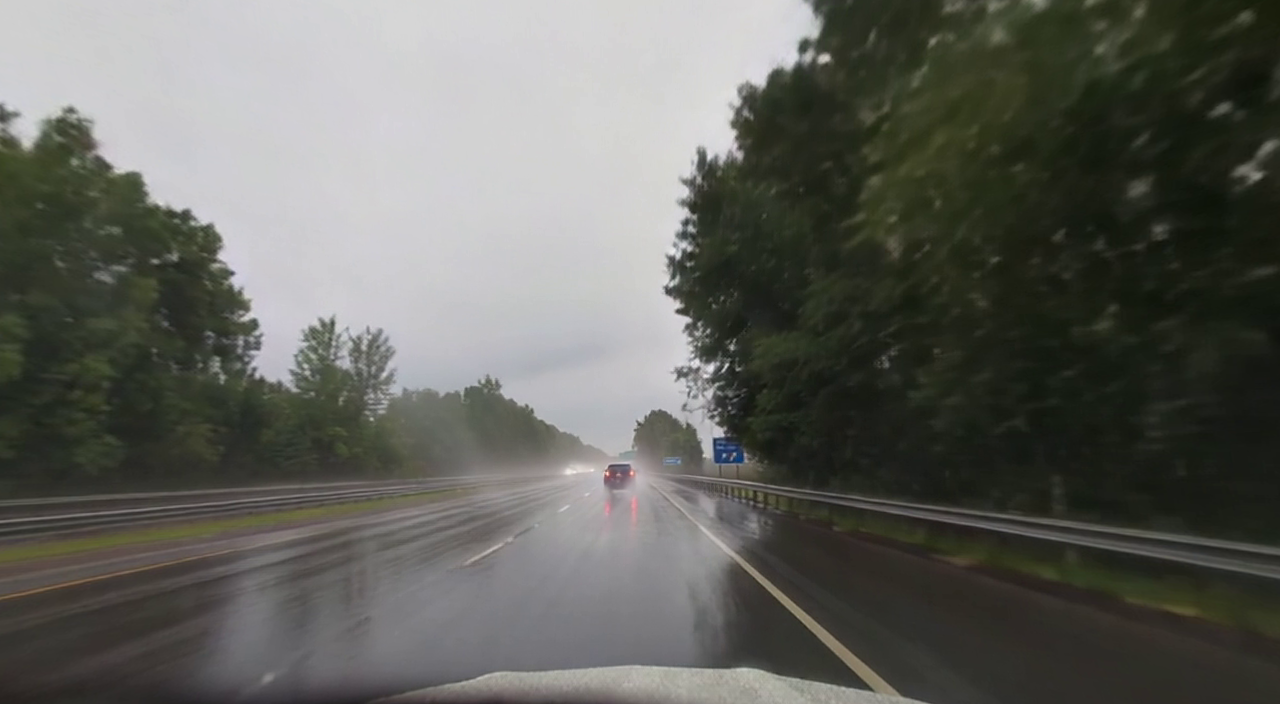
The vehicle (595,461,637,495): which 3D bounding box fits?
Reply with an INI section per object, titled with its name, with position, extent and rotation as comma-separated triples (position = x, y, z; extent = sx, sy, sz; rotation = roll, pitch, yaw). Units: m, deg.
[vehicle]
position = -1.251, 6.891, 34.625
extent = 2.107, 1.668, 4.554
rotation = 1, -11, 0
